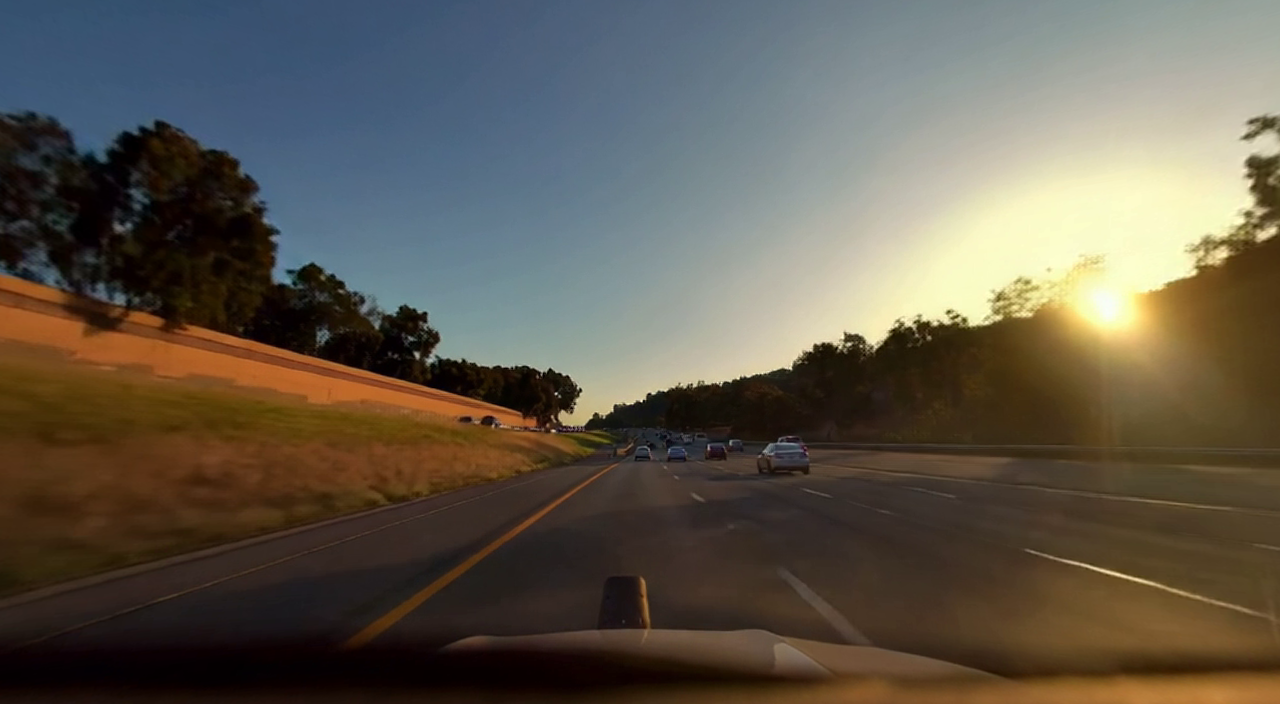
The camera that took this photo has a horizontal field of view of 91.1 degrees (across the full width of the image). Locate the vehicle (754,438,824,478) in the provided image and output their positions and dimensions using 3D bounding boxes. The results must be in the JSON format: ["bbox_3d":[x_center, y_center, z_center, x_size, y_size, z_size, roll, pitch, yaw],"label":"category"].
[{"bbox_3d":[6.899,4.946,29.626,2.048,1.697,4.689,0,-8,-1],"label":"vehicle"}]
